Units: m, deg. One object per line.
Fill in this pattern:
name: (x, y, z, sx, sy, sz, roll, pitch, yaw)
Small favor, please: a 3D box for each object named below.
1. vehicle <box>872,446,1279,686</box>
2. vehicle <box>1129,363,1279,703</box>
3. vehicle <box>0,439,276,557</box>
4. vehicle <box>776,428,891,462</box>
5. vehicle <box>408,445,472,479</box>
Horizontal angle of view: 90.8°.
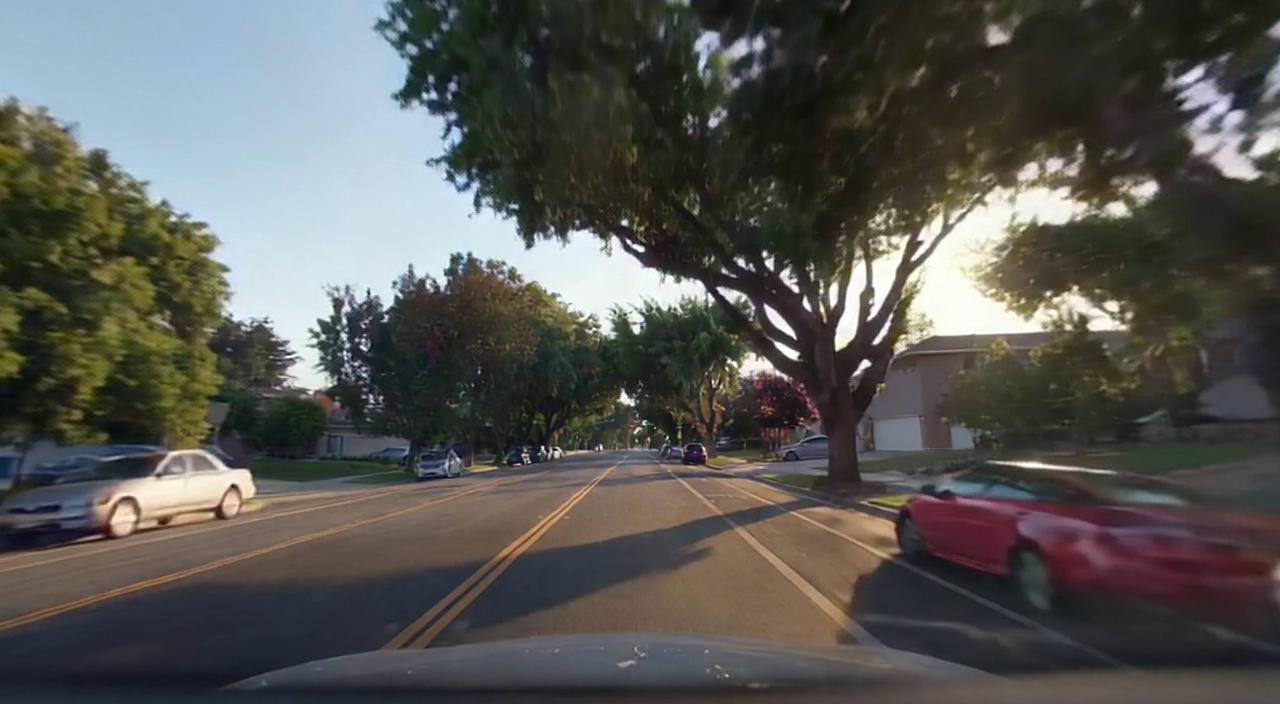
vehicle: (4.216, 1.651, 6.278, 1.905, 1.403, 4.849, 0, -8, -1)
vehicle: (4.190, 0.744, 1.431, 2.254, 1.812, 4.817, 0, -8, 0)
vehicle: (-10.723, 2.926, 13.718, 2.338, 1.871, 5.795, -4, -8, -1)
vehicle: (12.474, 6.055, 41.067, 6.619, 1.884, 2.225, -2, -8, 0)
vehicle: (-10.908, 6.066, 34.790, 2.082, 1.661, 4.403, -2, -10, 0)
